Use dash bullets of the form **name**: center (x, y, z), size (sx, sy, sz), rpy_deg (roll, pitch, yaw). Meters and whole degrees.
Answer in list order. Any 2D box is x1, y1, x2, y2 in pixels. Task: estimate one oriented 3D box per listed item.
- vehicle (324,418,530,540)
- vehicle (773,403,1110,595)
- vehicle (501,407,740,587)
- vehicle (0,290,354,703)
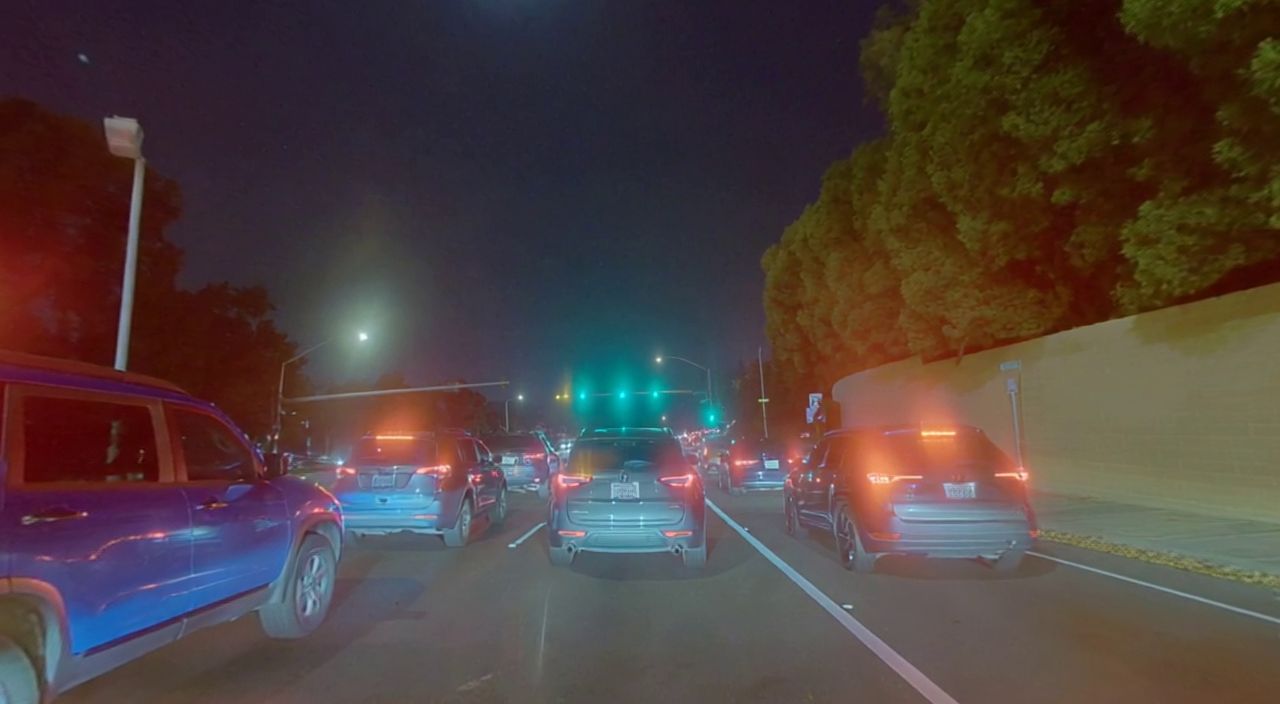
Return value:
- **vehicle**: center (-3.502, 2.183, 11.530), size (2.067, 1.759, 4.631), rpy_deg (0, -8, 1)
- **vehicle**: center (3.142, 1.620, 7.819), size (2.029, 1.702, 4.281), rpy_deg (0, -8, 0)
- **vehicle**: center (-0.155, 1.659, 7.974), size (2.245, 1.677, 3.913), rpy_deg (0, -8, 1)
- **vehicle**: center (-3.515, 0.827, 3.118), size (2.070, 1.913, 4.450), rpy_deg (0, -8, 0)
